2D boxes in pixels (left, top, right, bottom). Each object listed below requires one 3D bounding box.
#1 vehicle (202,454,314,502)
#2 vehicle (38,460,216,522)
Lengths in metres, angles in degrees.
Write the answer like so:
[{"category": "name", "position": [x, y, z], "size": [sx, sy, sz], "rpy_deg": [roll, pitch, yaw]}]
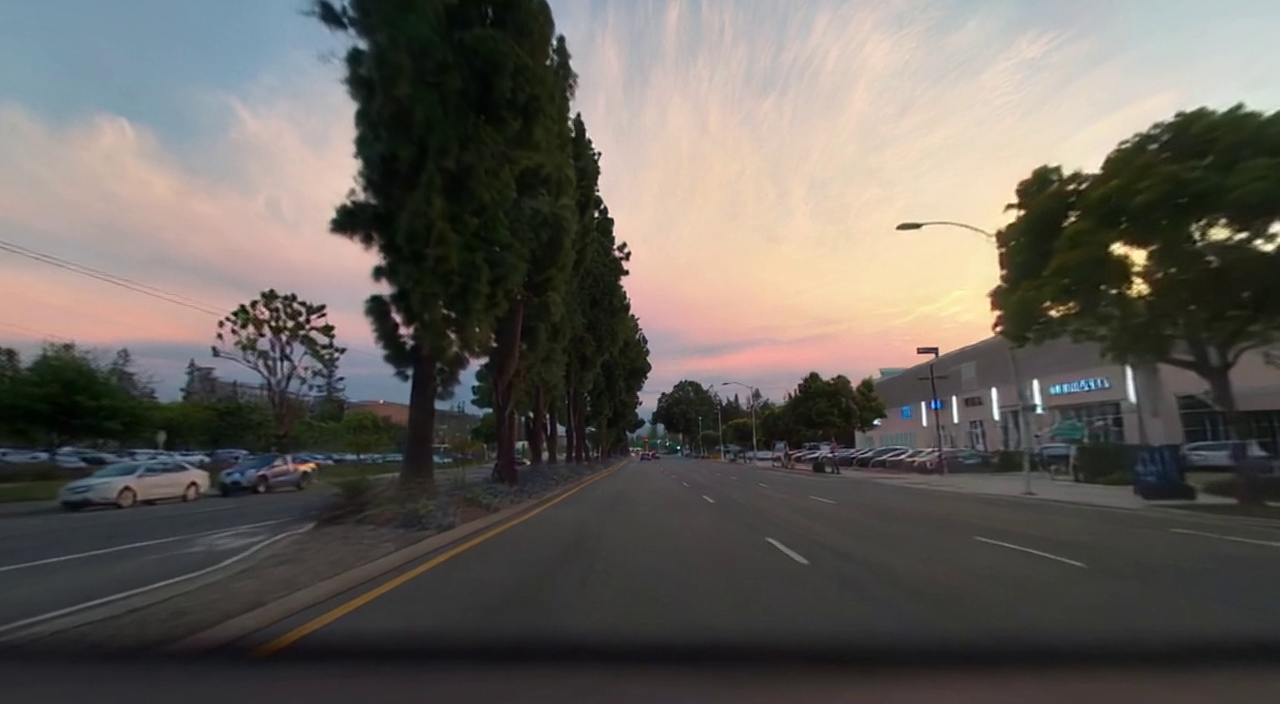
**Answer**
[{"category": "vehicle", "position": [-16.842, 5.533, 28.196], "size": [1.993, 1.887, 4.722], "rpy_deg": [0, -9, 1]}, {"category": "vehicle", "position": [-16.594, 4.469, 20.845], "size": [1.944, 1.669, 4.613], "rpy_deg": [0, -9, 1]}]
